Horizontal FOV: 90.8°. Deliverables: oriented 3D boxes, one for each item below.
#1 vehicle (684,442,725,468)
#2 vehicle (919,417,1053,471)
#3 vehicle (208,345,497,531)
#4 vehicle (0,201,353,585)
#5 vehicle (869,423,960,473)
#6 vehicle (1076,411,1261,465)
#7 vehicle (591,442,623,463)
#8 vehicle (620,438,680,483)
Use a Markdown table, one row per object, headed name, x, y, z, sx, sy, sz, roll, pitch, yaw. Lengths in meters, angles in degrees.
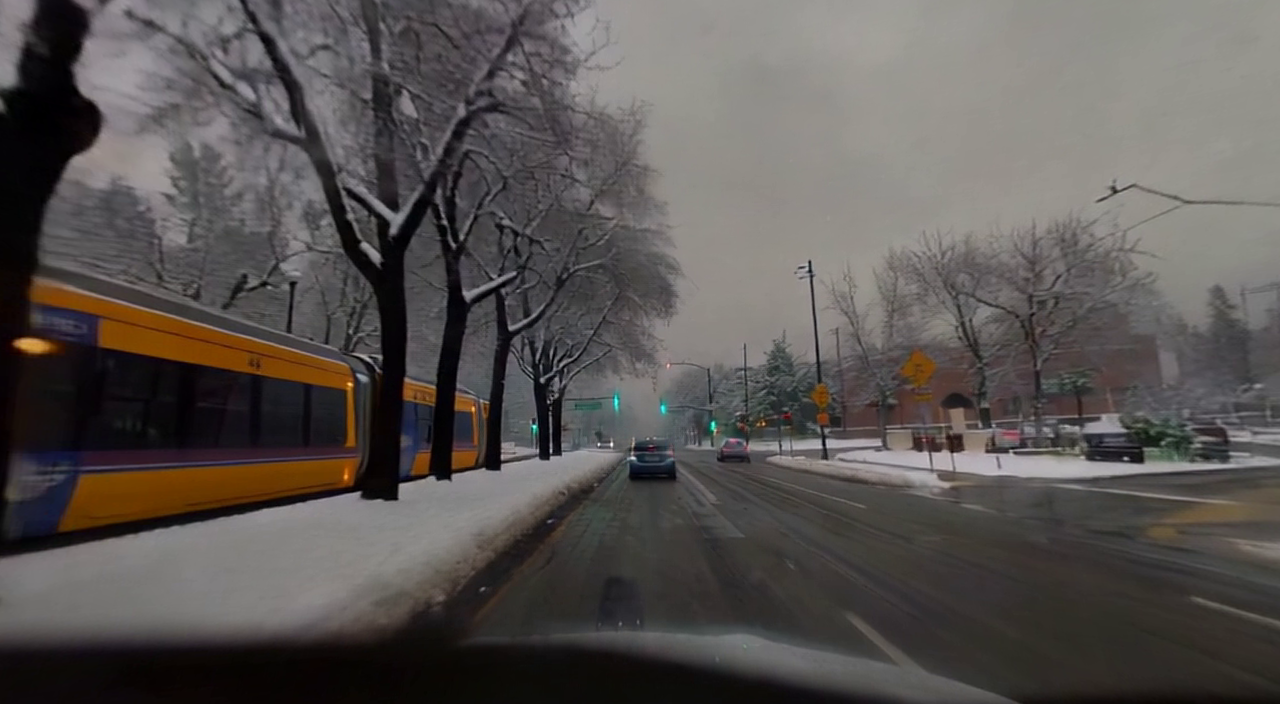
| name | x | y | z | sx | sy | sz | roll | pitch | yaw |
| --- | --- | --- | --- | --- | --- | --- | --- | --- | --- |
| vehicle | 3.770 | 6.095 | 37.667 | 1.944 | 1.447 | 4.392 | 0 | -8 | 0 |
| vehicle | 13.448 | 3.661 | 25.099 | 2.145 | 1.911 | 5.581 | 0 | -8 | 0 |
| vehicle | -7.510 | 2.726 | 19.860 | 2.891 | 3.904 | 13.008 | 0 | -8 | 0 |
| vehicle | -7.657 | 0.461 | 6.663 | 2.897 | 3.700 | 13.528 | 0 | -7 | 0 |
| vehicle | 13.603 | 4.711 | 31.791 | 2.221 | 2.116 | 5.535 | 2 | -5 | 1 |
| vehicle | 19.690 | 3.302 | 24.031 | 2.159 | 1.817 | 5.675 | 0 | -8 | 1 |
| vehicle | -2.363 | 7.327 | 46.150 | 2.118 | 1.478 | 4.076 | 0 | -8 | 0 |
| vehicle | 0.342 | 3.954 | 23.351 | 2.002 | 1.471 | 4.337 | 0 | -8 | 0 |
